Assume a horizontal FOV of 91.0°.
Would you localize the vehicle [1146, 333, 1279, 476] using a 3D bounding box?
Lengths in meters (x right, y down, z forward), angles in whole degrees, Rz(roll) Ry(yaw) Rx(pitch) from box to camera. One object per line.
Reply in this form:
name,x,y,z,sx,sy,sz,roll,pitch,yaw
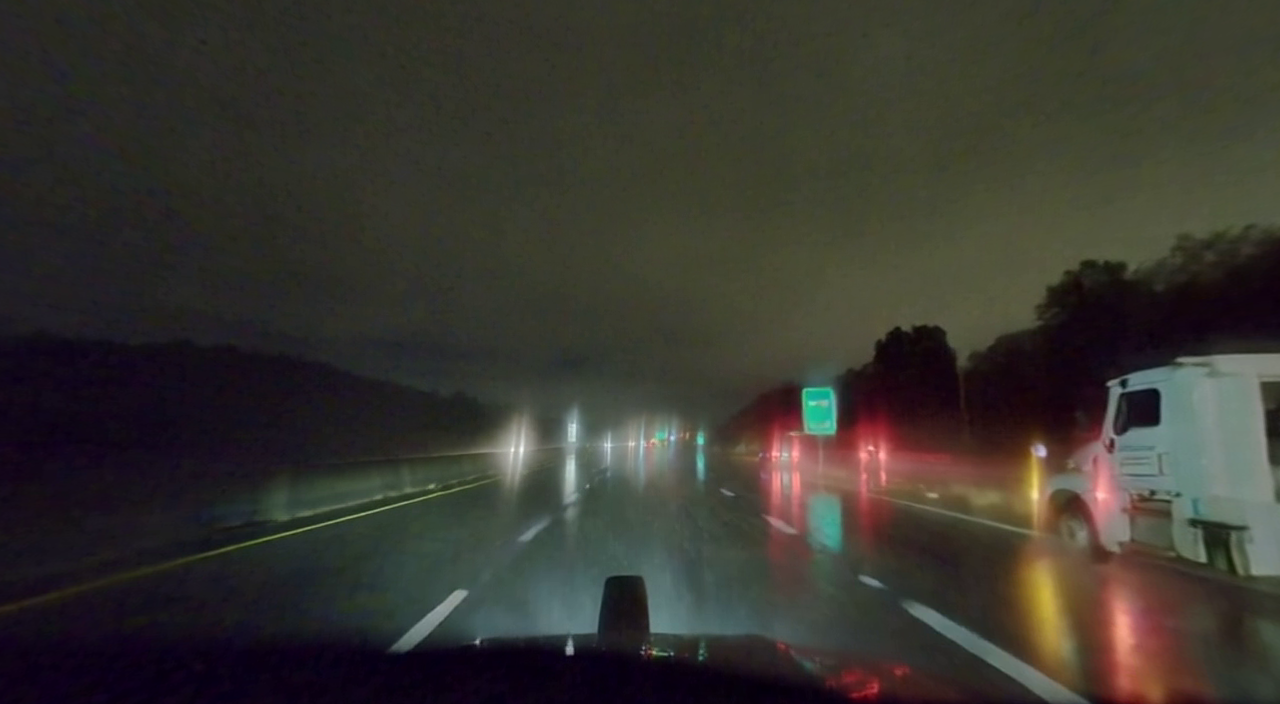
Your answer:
vehicle,20.807,1.022,14.776,2.836,4.027,14.280,3,-9,-19
